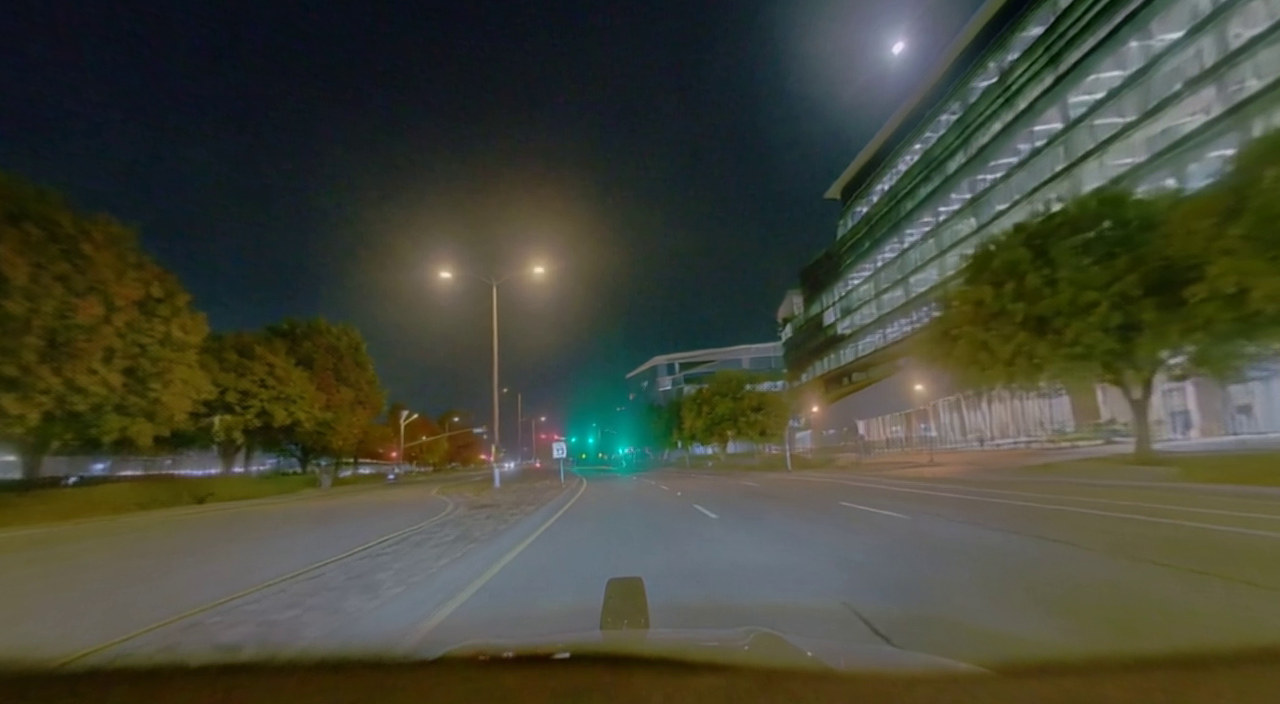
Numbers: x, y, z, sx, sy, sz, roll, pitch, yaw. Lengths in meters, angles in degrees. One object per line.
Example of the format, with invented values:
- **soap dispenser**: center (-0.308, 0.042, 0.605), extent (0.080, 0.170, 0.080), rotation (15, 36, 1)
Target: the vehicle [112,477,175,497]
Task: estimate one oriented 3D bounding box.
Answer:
- **vehicle**: center (-37.645, 10.234, 47.841), extent (3.285, 1.346, 1.605), rotation (2, -8, -12)
